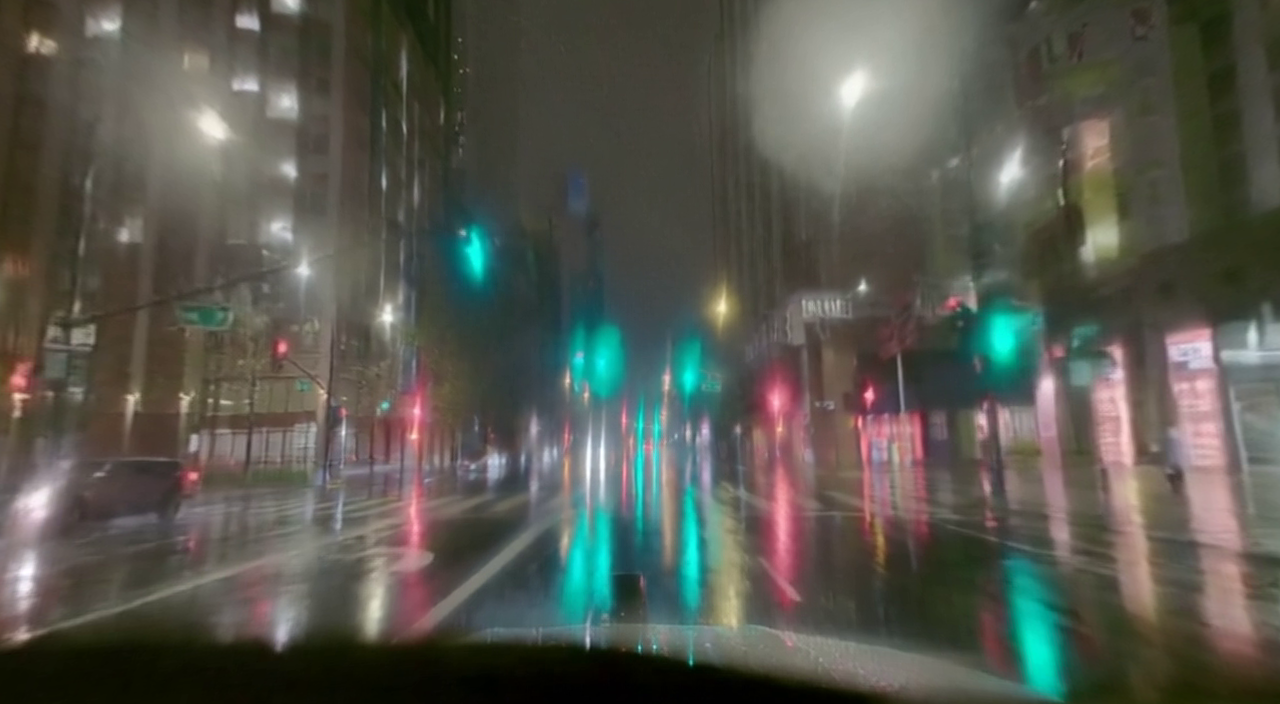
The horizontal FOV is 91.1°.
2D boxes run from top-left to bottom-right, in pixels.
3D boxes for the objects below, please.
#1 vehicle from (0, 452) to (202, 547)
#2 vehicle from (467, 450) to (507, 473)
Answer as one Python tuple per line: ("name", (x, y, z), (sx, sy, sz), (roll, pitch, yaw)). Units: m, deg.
("vehicle", (-12.119, 3.114, 13.834), (1.956, 1.624, 4.186), (-3, -8, 0))
("vehicle", (-11.794, 8.470, 48.731), (1.910, 1.511, 4.565), (-1, -7, 1))
